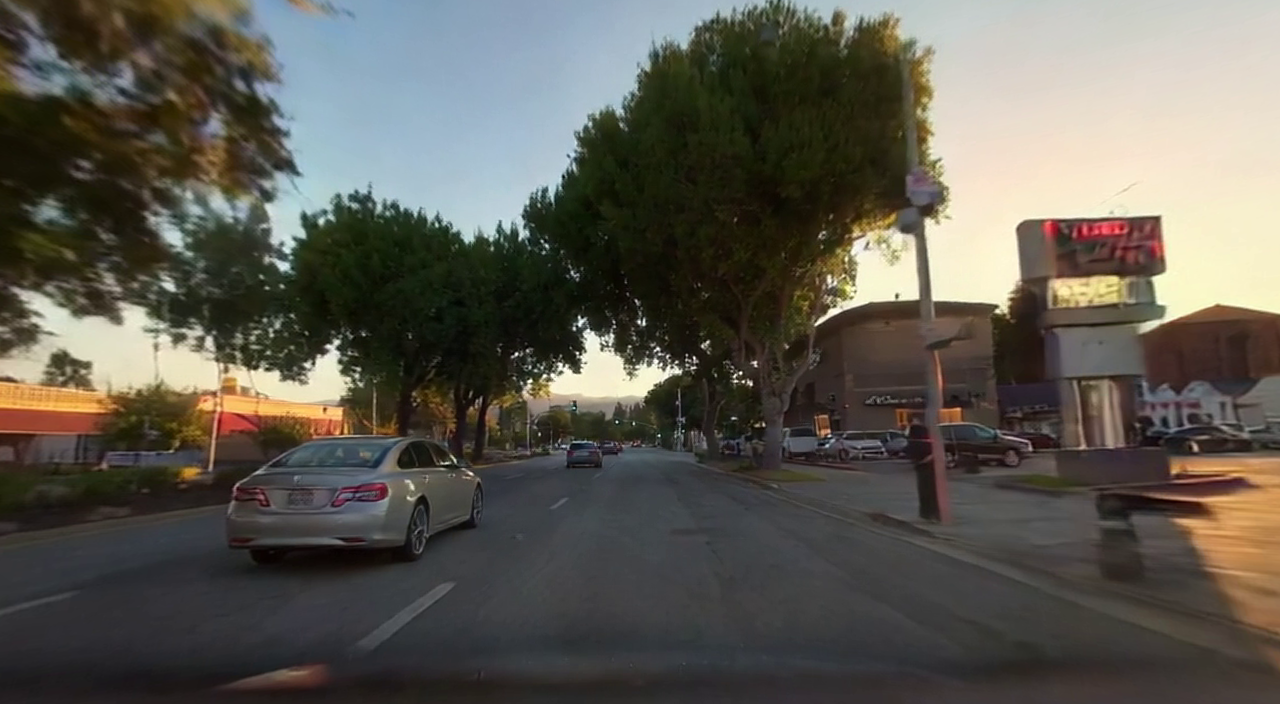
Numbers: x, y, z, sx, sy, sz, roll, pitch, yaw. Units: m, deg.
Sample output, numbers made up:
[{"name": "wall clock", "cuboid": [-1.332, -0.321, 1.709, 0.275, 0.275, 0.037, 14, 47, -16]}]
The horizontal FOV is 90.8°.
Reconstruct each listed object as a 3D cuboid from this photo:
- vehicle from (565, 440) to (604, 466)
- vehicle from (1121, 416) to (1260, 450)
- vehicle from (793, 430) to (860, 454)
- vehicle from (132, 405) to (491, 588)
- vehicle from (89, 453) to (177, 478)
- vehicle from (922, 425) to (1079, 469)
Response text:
[{"name": "vehicle", "cuboid": [-3.262, 6.045, 37.964, 1.955, 1.461, 4.396, 0, -9, 0]}, {"name": "vehicle", "cuboid": [26.369, 3.921, 30.366, 4.882, 1.568, 1.963, 0, -9, -3]}, {"name": "vehicle", "cuboid": [13.468, 6.554, 45.806, 4.165, 1.650, 1.946, 0, -9, -2]}, {"name": "vehicle", "cuboid": [-3.550, 1.672, 8.127, 2.126, 1.655, 4.560, 0, -9, 0]}, {"name": "vehicle", "cuboid": [-34.154, 7.650, 42.761, 1.921, 1.506, 5.032, 0, -9, -2]}, {"name": "vehicle", "cuboid": [13.511, 3.612, 23.898, 4.697, 1.518, 1.990, -1, -9, -1]}]
